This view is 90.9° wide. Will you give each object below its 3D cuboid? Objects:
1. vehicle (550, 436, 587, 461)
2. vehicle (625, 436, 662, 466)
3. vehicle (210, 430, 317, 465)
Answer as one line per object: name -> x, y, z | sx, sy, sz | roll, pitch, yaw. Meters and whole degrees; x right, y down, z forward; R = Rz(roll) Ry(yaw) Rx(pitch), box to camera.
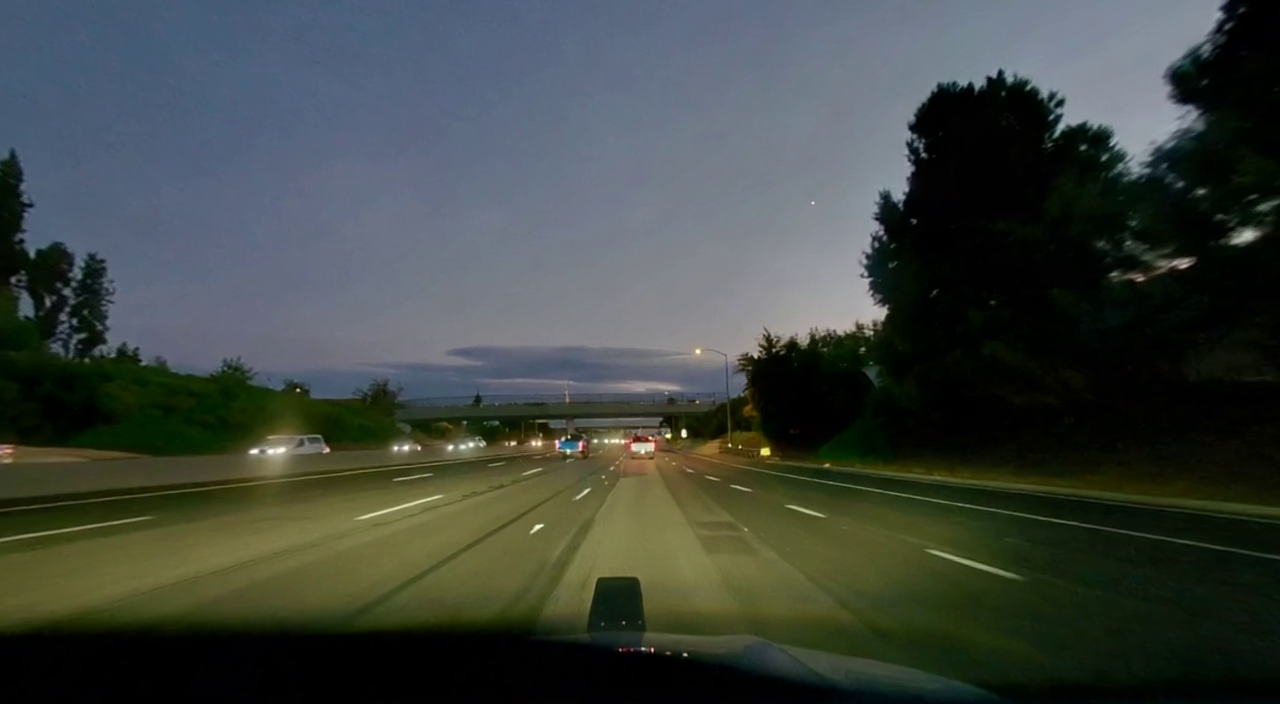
vehicle -> -5.267, 7.165, 46.967 | 2.091, 1.749, 4.271 | 0, -8, 2
vehicle -> 0.229, 5.869, 37.609 | 2.010, 1.637, 4.940 | 0, -8, 1
vehicle -> -20.308, 5.207, 34.420 | 2.247, 1.735, 5.805 | 0, -8, 0
